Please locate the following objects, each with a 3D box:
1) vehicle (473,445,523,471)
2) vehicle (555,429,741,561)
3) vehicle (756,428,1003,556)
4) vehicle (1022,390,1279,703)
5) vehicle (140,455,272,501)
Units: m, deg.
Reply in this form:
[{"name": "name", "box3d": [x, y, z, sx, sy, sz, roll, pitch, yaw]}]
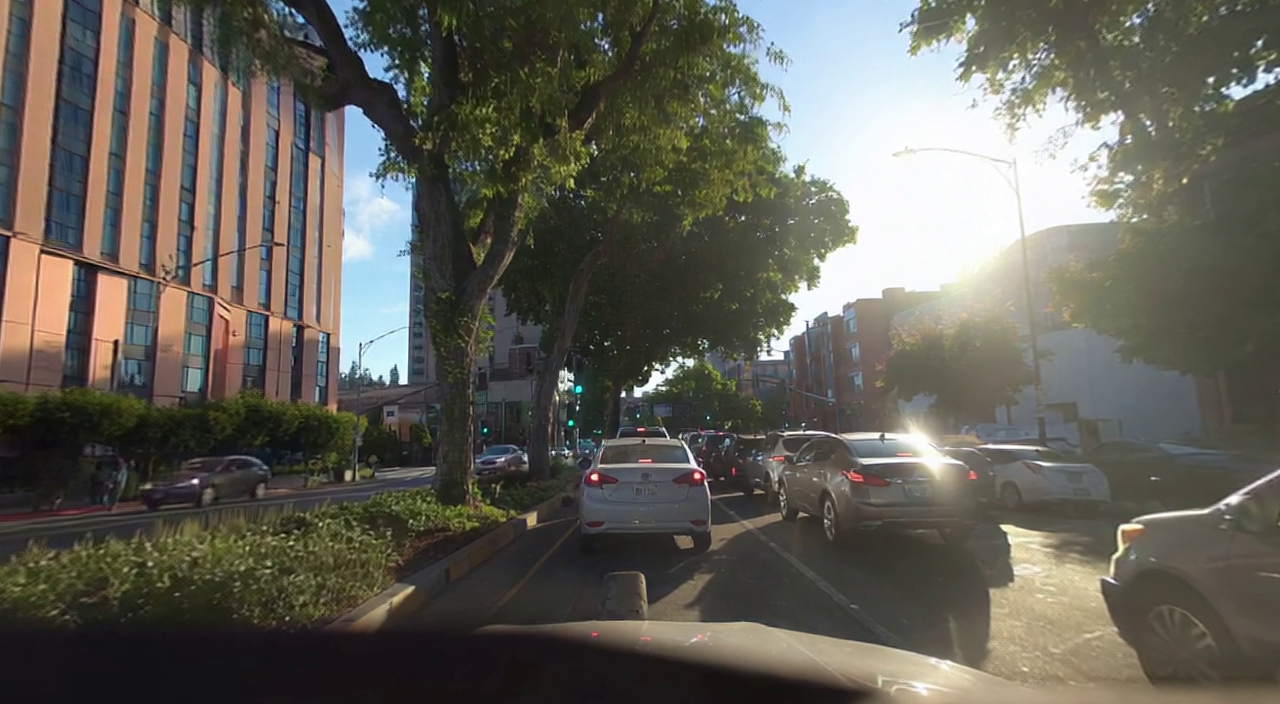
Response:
[{"name": "vehicle", "box3d": [-9.079, 6.812, 40.843, 2.000, 1.519, 4.964, 0, -8, 1]}, {"name": "vehicle", "box3d": [0.057, 1.926, 9.281, 2.105, 1.474, 4.127, 0, -8, -1]}, {"name": "vehicle", "box3d": [3.256, 1.992, 9.792, 1.995, 1.483, 4.533, 0, -8, -1]}, {"name": "vehicle", "box3d": [3.219, 0.749, 1.296, 1.982, 1.491, 4.664, 0, -8, 1]}, {"name": "vehicle", "box3d": [-16.190, 4.693, 23.922, 1.848, 1.447, 4.501, 0, -8, -1]}]
